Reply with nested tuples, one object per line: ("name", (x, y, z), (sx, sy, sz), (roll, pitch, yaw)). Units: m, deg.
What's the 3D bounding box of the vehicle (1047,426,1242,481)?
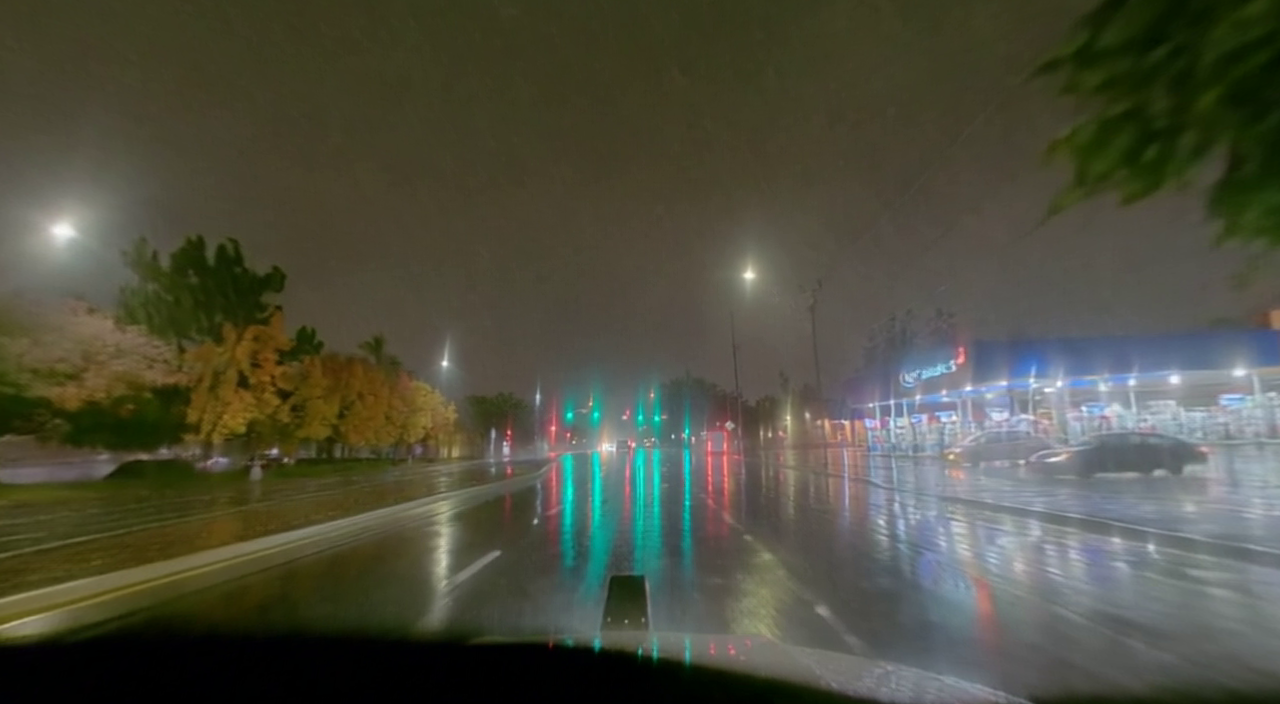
("vehicle", (15.111, 3.012, 18.982), (4.510, 1.517, 2.035), (1, -8, -12))
